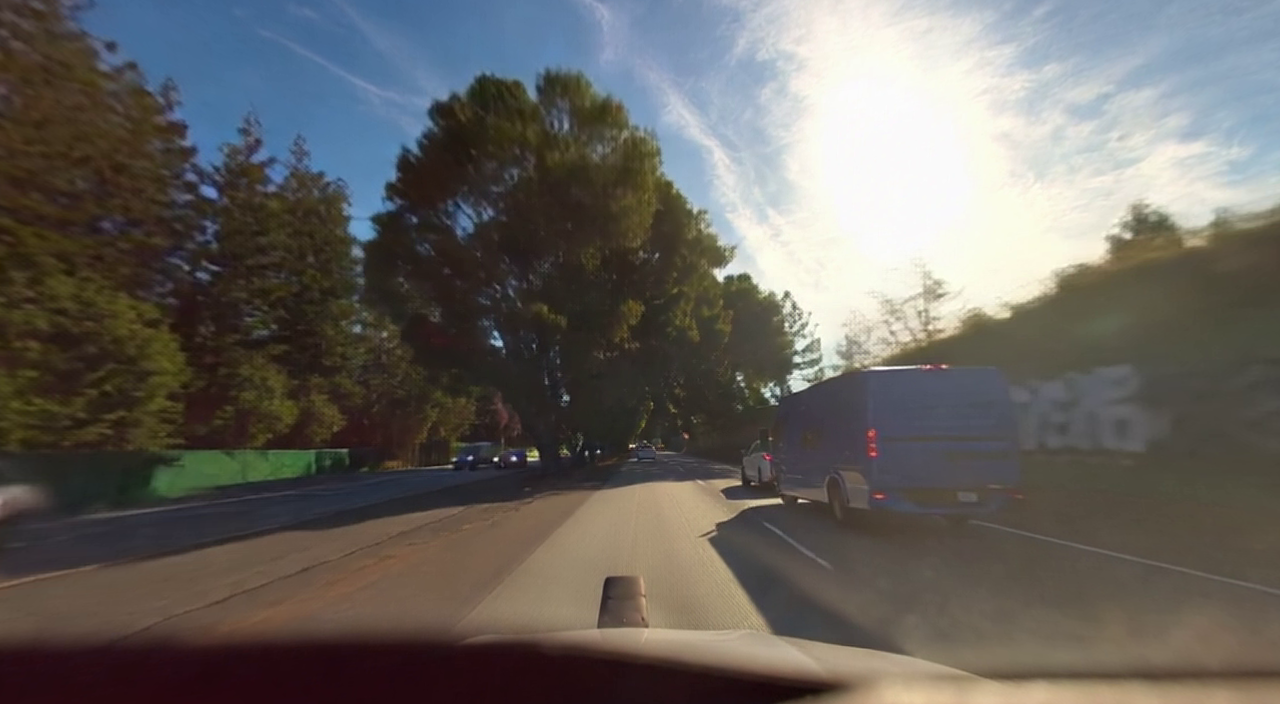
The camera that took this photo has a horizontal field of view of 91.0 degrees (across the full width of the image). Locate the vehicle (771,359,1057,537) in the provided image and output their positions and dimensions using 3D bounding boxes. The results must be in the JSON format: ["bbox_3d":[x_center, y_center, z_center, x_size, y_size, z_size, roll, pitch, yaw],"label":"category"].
[{"bbox_3d":[4.830,1.939,13.005,2.712,2.659,6.992,0,-8,0],"label":"vehicle"}]

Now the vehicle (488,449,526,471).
[{"bbox_3d":[-9.772,7.962,46.411,1.914,1.495,3.809,0,-8,0],"label":"vehicle"}]

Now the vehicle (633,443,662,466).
[{"bbox_3d":[0.562,7.526,46.301,2.030,1.572,4.067,0,-8,0],"label":"vehicle"}]
